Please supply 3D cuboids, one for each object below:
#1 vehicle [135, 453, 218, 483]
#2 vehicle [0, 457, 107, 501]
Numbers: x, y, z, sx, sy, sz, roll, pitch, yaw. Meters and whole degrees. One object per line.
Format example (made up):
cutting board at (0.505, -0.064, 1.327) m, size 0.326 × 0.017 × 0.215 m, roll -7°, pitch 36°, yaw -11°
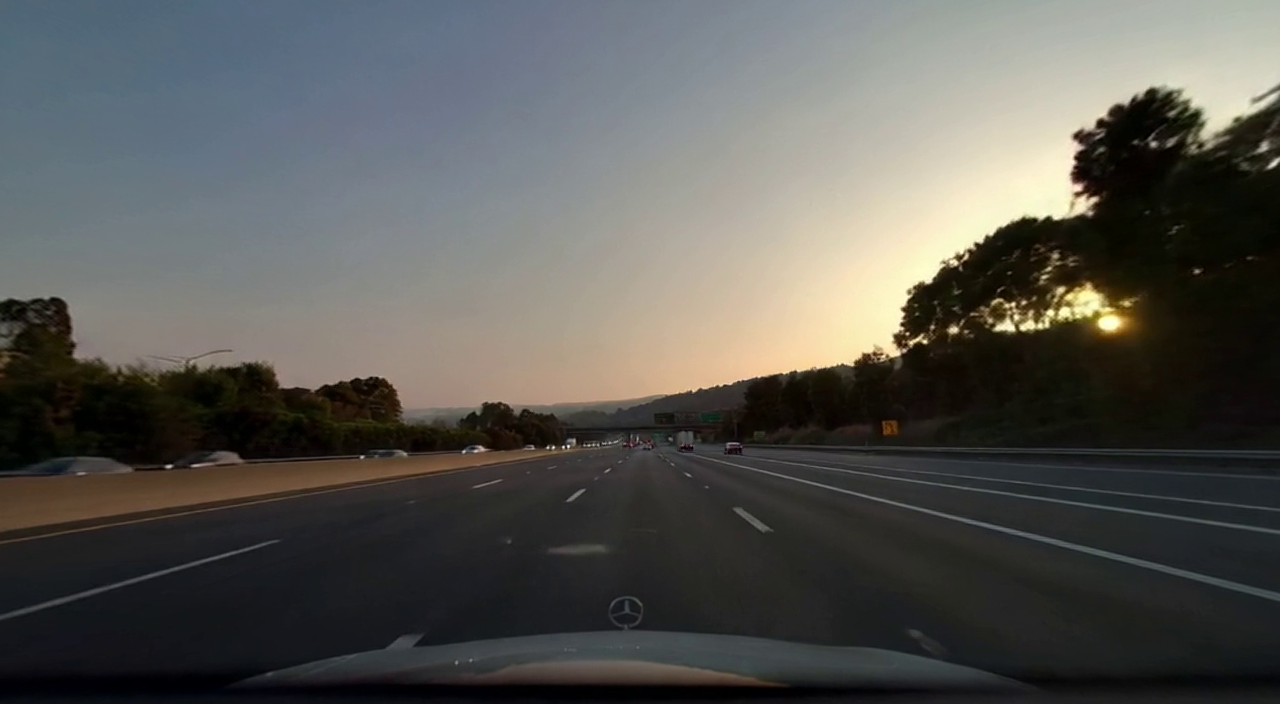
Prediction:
vehicle at (-27.278, 6.827, 37.273) m, size 1.783 × 1.599 × 3.988 m, roll 0°, pitch -8°, yaw 0°
vehicle at (-23.940, 4.970, 25.035) m, size 1.825 × 1.484 × 4.234 m, roll 0°, pitch -8°, yaw 0°
